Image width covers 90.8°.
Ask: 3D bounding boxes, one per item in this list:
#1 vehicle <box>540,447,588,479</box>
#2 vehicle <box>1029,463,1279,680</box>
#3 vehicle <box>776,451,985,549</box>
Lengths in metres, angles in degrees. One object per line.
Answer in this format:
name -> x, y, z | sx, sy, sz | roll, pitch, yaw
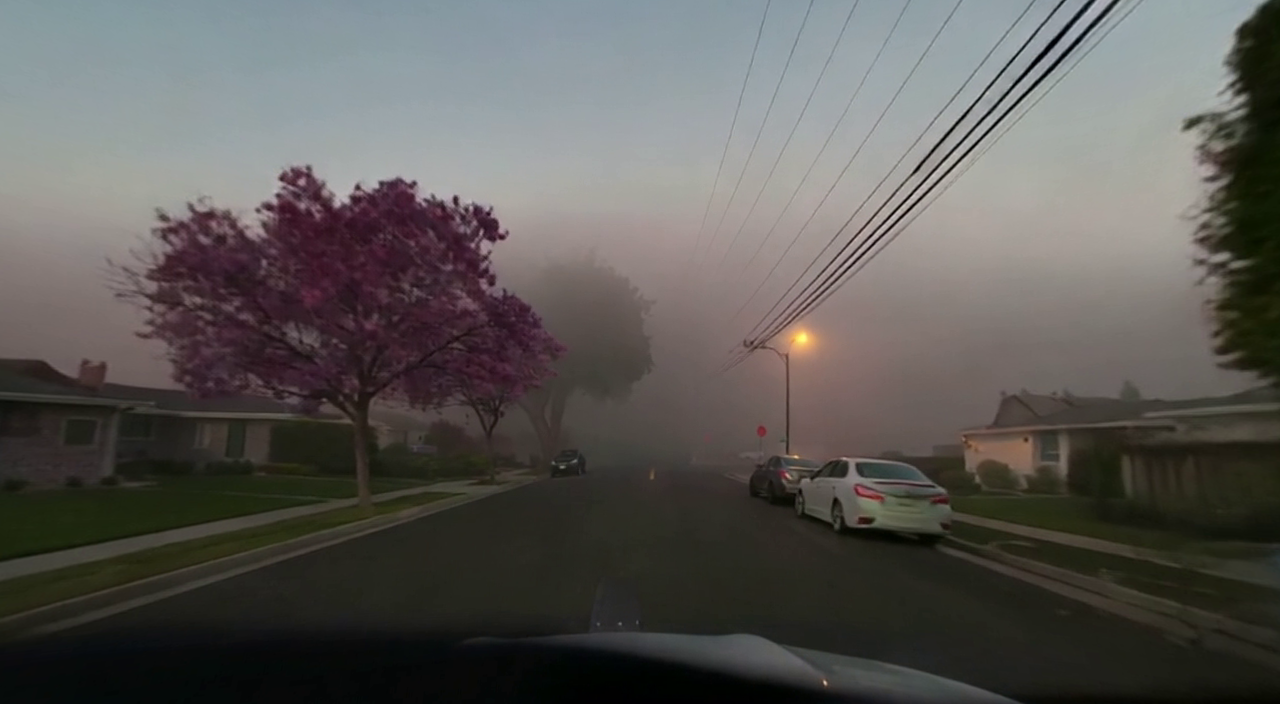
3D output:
vehicle -> -4.085, 6.034, 34.702 | 1.938, 1.508, 4.481 | 0, -8, 2
vehicle -> 6.180, 1.833, 6.102 | 4.526, 1.449, 2.075 | 5, -10, -29
vehicle -> 4.254, 2.682, 12.234 | 2.006, 1.489, 4.753 | 1, -9, -3
